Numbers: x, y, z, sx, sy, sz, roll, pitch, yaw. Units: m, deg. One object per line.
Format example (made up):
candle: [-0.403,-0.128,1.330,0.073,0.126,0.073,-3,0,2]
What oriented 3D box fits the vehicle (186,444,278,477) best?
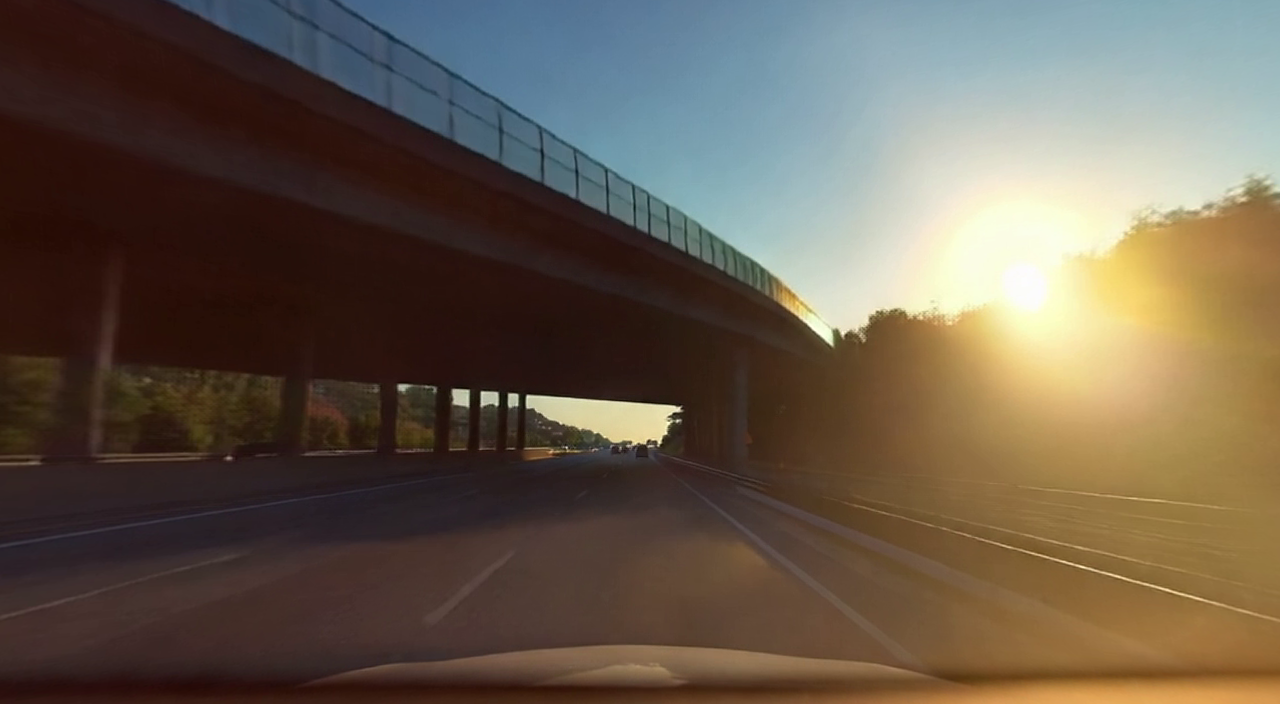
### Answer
vehicle: [-21.449,5.710,33.376,1.956,1.587,4.301,0,-9,1]
